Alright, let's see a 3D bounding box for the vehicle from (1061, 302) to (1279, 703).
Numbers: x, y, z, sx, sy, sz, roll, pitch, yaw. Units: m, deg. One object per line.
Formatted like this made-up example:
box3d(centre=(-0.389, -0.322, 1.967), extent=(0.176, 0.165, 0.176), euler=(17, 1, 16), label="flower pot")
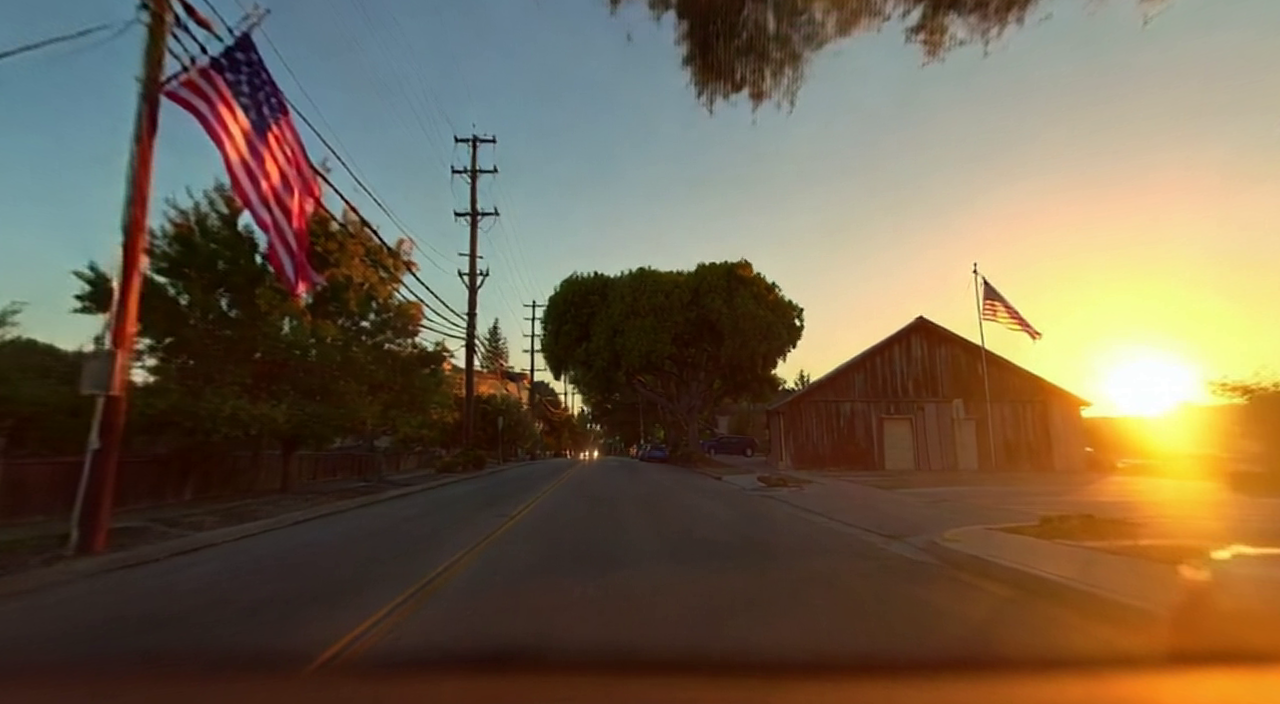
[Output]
box3d(centre=(3.228, 0.535, 0.578), extent=(2.203, 1.787, 4.704), euler=(0, -8, -4), label="vehicle")
